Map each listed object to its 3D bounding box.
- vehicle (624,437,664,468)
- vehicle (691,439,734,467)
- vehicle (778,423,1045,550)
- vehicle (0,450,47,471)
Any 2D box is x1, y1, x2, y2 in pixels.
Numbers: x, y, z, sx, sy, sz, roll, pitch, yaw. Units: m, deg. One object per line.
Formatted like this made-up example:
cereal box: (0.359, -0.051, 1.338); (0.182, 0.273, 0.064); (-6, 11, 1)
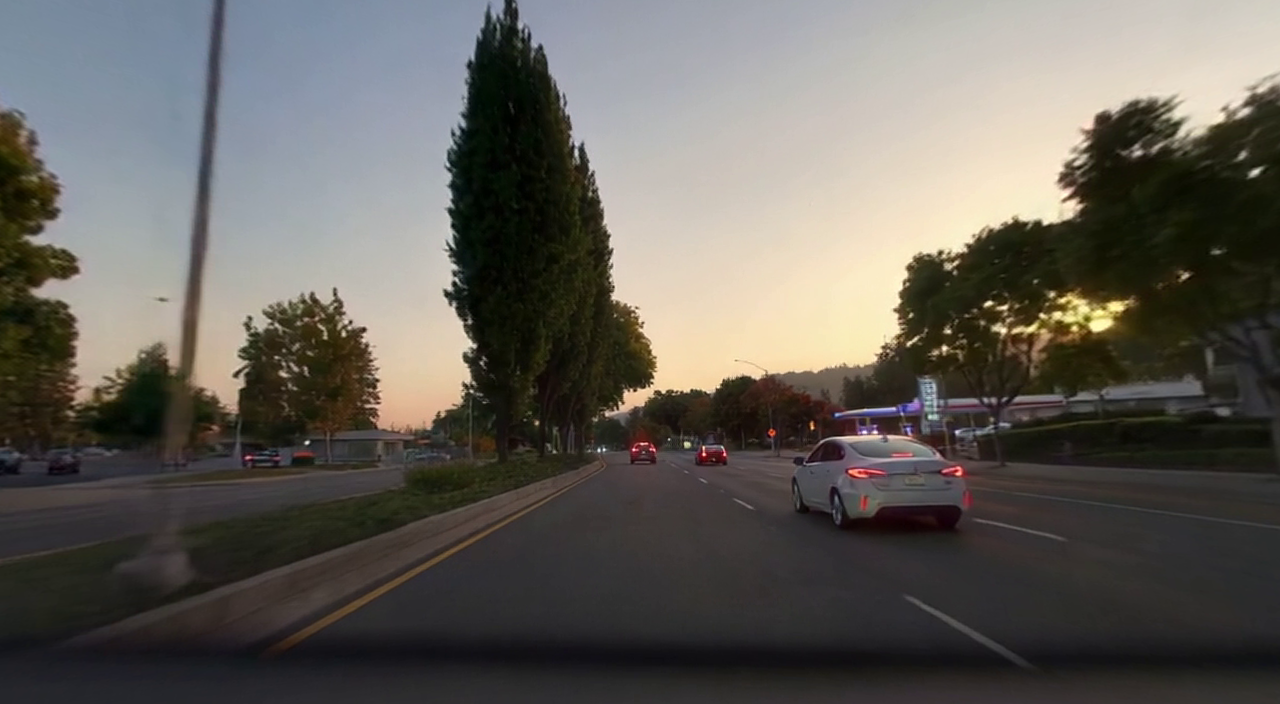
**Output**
vehicle: (0.238, 5.877, 36.812); (2.172, 1.694, 4.055); (0, -9, 0)
vehicle: (4.195, 5.926, 36.960); (1.980, 1.515, 4.362); (0, -9, -1)
vehicle: (3.804, 1.981, 10.000); (2.119, 1.509, 4.756); (0, -9, 0)
vehicle: (-46.461, 7.903, 45.822); (4.234, 1.475, 1.929); (0, -9, 0)
